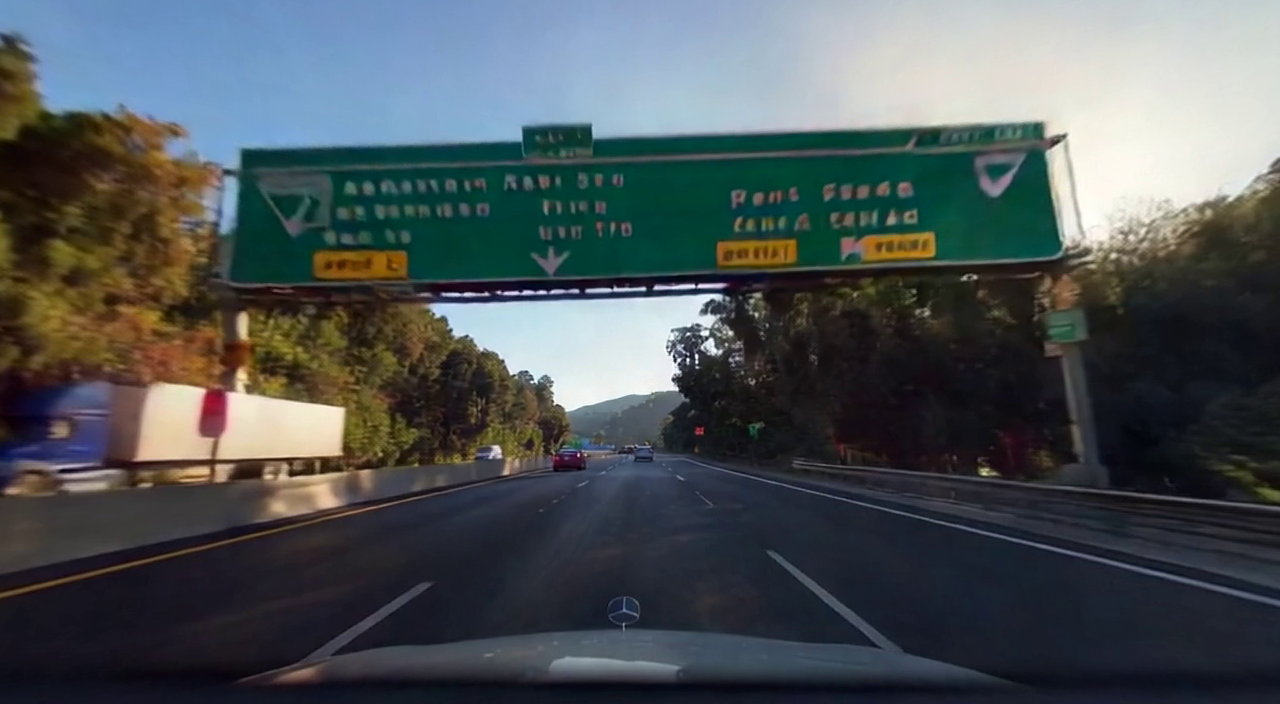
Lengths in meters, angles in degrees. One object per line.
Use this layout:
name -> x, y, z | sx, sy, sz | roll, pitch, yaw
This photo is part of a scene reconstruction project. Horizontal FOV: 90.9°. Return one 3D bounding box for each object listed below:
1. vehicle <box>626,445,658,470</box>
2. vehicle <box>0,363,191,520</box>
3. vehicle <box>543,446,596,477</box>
vehicle -> 0.137, 7.011, 42.129 | 2.011, 1.590, 3.607 | 0, -9, 0
vehicle -> -17.614, 2.752, 19.365 | 2.969, 4.056, 6.010 | 0, -9, 0
vehicle -> -3.613, 5.669, 32.950 | 2.157, 1.483, 4.601 | 0, -9, 1
